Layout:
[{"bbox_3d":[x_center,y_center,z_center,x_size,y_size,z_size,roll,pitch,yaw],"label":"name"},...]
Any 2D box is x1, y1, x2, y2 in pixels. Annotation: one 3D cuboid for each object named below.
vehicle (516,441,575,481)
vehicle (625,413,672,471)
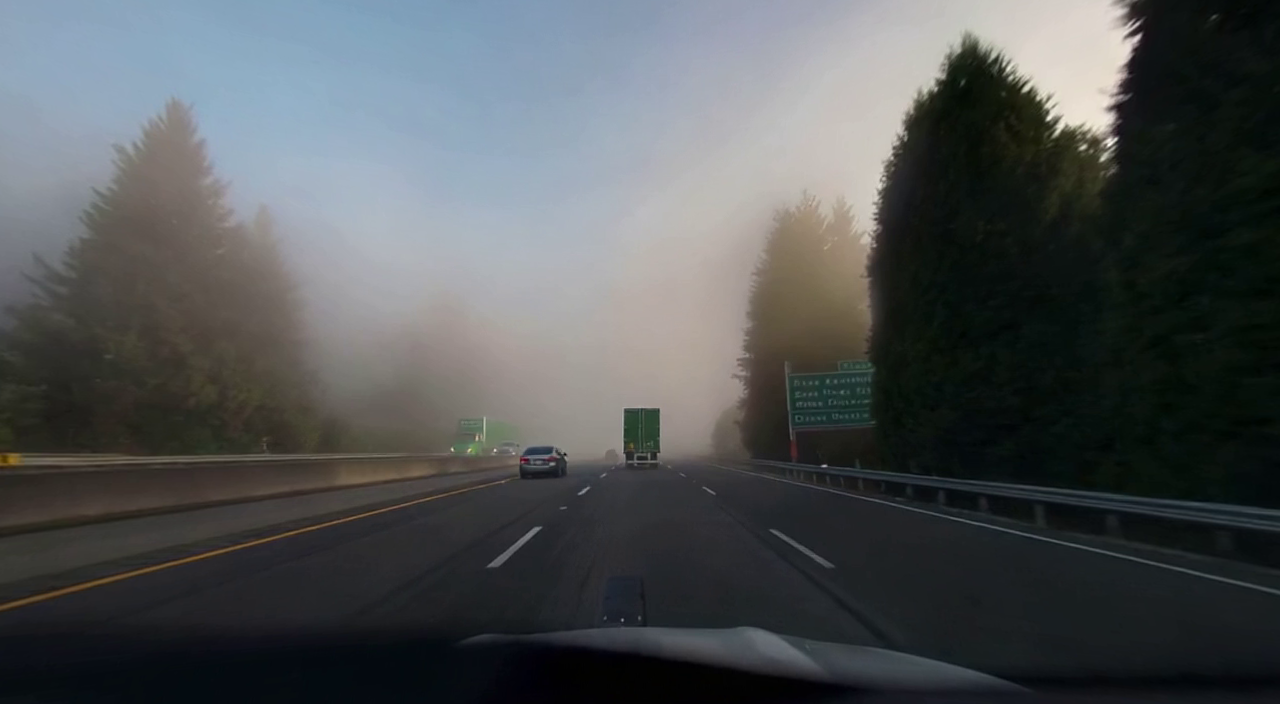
[{"bbox_3d":[-4.201,4.916,28.626,2.079,1.656,3.965,0,-9,0],"label":"vehicle"},{"bbox_3d":[0.420,6.286,43.718,2.893,3.628,9.081,0,-9,-1],"label":"vehicle"}]
